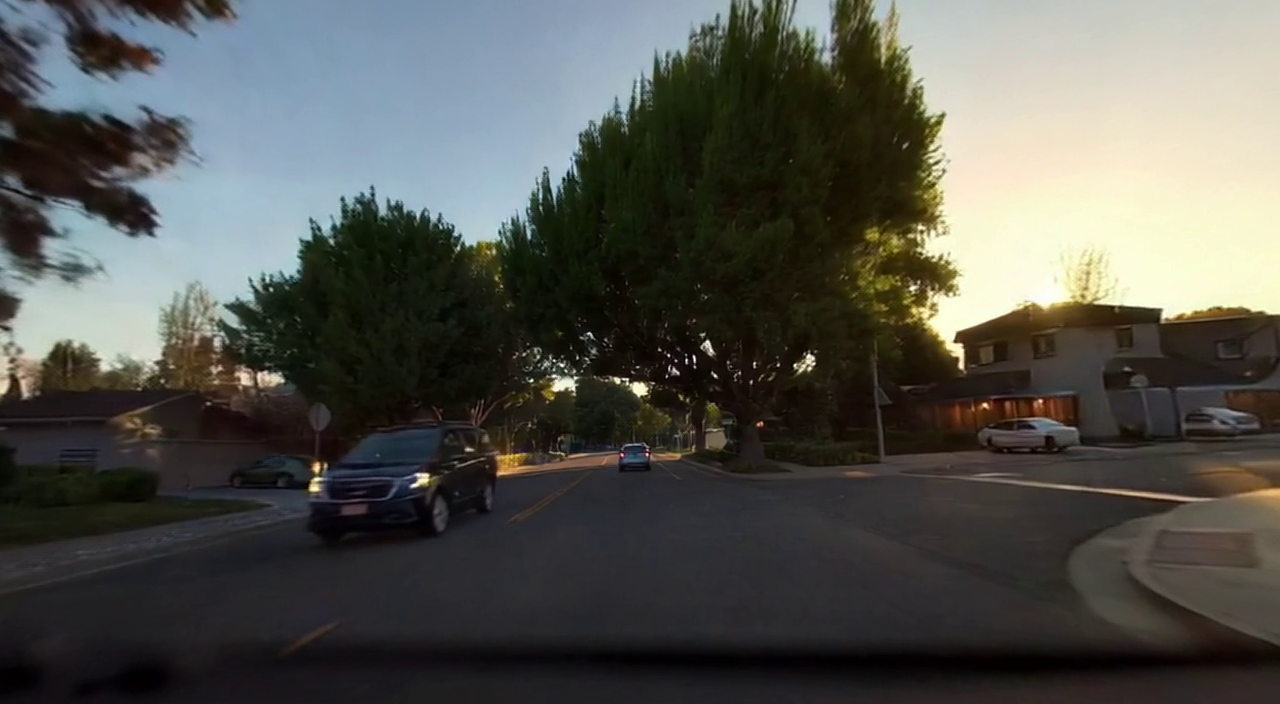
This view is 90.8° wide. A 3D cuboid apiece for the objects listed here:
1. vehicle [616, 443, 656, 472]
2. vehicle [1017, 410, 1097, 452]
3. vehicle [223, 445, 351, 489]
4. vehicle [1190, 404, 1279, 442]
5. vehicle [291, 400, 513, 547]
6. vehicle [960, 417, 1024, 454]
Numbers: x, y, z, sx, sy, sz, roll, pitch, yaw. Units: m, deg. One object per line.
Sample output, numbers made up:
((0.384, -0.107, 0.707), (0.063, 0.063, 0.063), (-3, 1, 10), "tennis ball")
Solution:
((-0.196, 5.796, 35.015), (2.098, 1.483, 4.099), (0, -8, 0), "vehicle")
((19.520, 3.662, 29.815), (2.114, 1.677, 4.707), (-4, -5, 22), "vehicle")
((-14.948, 4.875, 26.908), (4.223, 1.753, 2.134), (-1, -8, 6), "vehicle")
((25.381, 2.949, 26.742), (1.603, 1.430, 3.662), (-3, -5, 15), "vehicle")
((-4.404, 2.342, 12.920), (2.451, 2.182, 5.485), (-4, -8, -1), "vehicle")
((16.927, 4.004, 30.607), (1.979, 1.434, 4.607), (-7, -7, 21), "vehicle")
